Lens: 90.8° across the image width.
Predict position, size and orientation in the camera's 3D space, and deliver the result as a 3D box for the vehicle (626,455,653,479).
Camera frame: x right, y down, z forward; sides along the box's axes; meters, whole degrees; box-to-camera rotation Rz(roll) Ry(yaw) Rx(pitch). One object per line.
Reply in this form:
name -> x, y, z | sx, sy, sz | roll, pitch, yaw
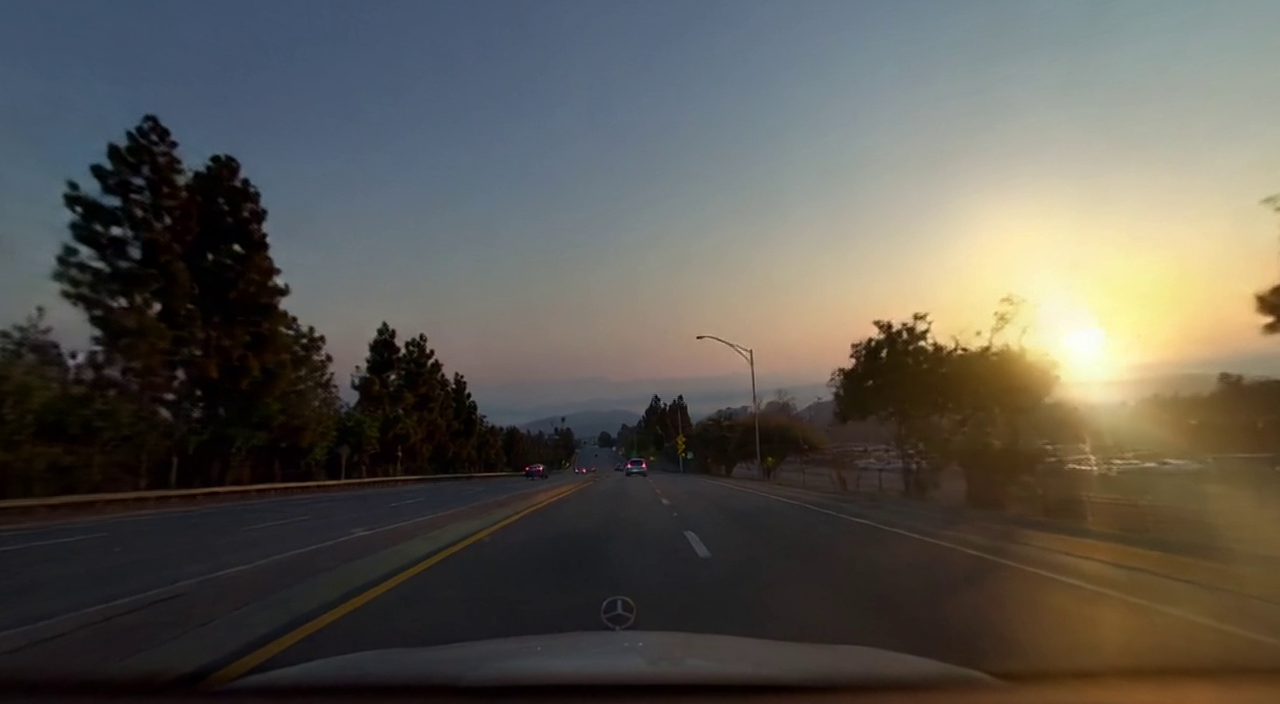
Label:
vehicle -> -0.096, 9.003, 49.679 | 2.001, 1.688, 4.128 | 0, -9, -2
